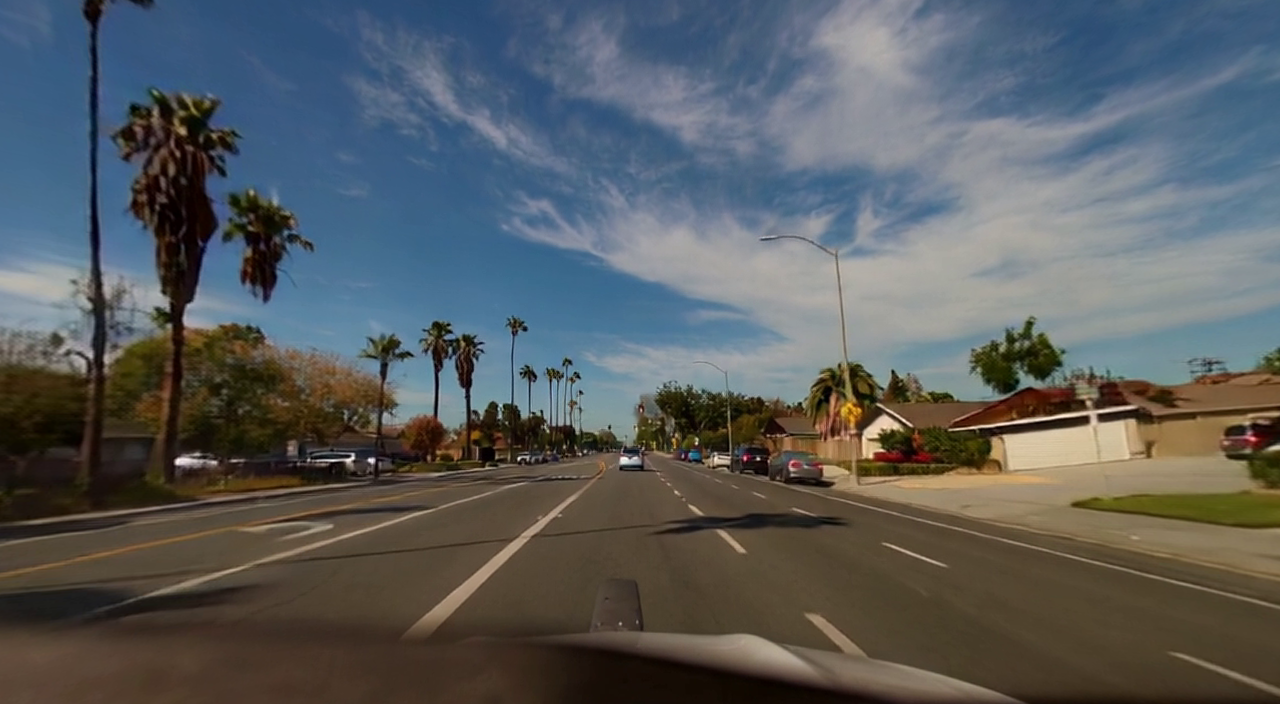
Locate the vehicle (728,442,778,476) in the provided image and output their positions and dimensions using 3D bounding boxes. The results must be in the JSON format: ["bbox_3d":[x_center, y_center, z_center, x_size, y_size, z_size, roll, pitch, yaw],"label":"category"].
[{"bbox_3d":[6.590,6.307,37.470,2.035,1.822,5.449,-1,-9,1],"label":"vehicle"}]

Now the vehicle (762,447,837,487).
[{"bbox_3d":[6.569,4.760,26.620,1.947,1.505,4.759,-1,-9,1],"label":"vehicle"}]

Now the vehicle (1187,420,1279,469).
[{"bbox_3d":[24.540,3.600,24.493,2.135,1.787,4.888,0,-9,-2],"label":"vehicle"}]

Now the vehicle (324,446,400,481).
[{"bbox_3d":[-17.224,6.898,39.469,2.185,1.993,5.054,-1,-9,3],"label":"vehicle"}]

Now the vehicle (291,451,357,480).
[{"bbox_3d":[-19.884,7.131,39.950,1.931,1.641,4.146,-1,-9,1],"label":"vehicle"}]

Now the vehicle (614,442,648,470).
[{"bbox_3d":[-0.632,7.259,44.175,2.248,1.833,4.798,0,-9,-1],"label":"vehicle"}]
